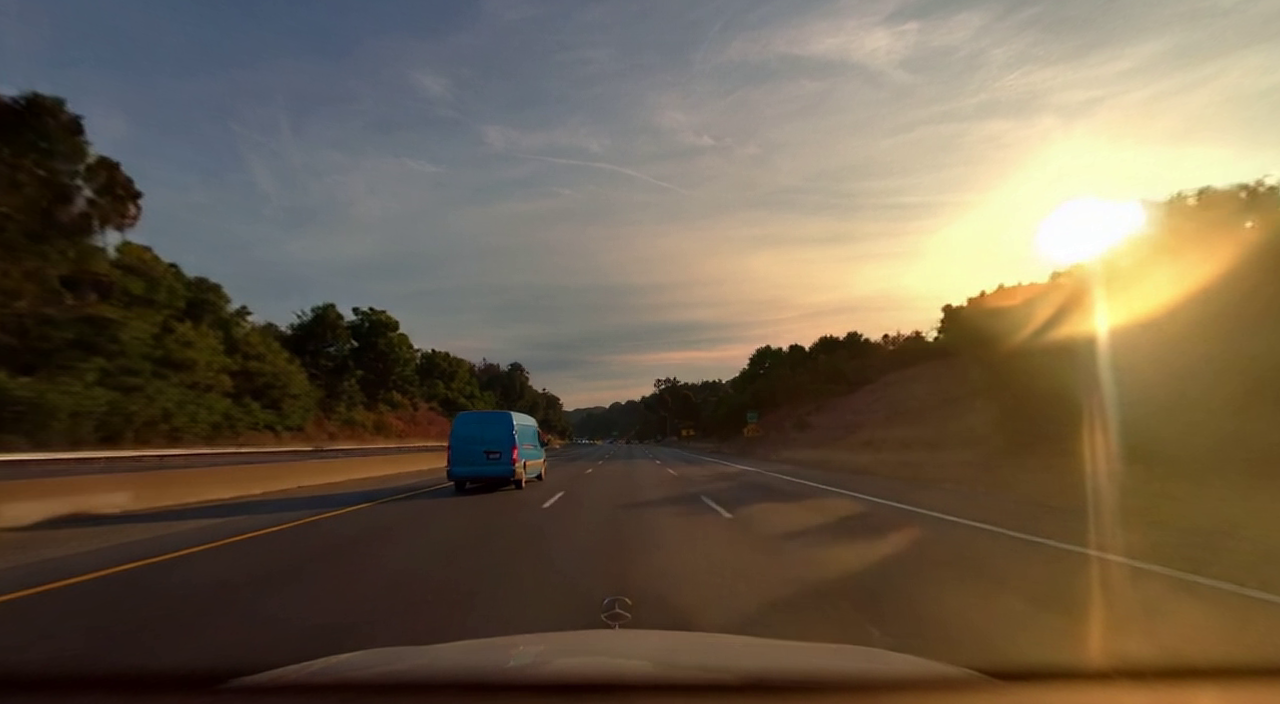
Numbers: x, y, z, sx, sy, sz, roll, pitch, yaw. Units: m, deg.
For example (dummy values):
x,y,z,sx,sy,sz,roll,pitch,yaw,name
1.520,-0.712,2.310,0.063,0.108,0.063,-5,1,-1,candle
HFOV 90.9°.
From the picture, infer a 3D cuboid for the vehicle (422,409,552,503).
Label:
x,y,z,sx,sy,sz,roll,pitch,yaw,name
-3.666,2.588,16.153,2.297,2.011,4.736,0,-8,-2,vehicle
